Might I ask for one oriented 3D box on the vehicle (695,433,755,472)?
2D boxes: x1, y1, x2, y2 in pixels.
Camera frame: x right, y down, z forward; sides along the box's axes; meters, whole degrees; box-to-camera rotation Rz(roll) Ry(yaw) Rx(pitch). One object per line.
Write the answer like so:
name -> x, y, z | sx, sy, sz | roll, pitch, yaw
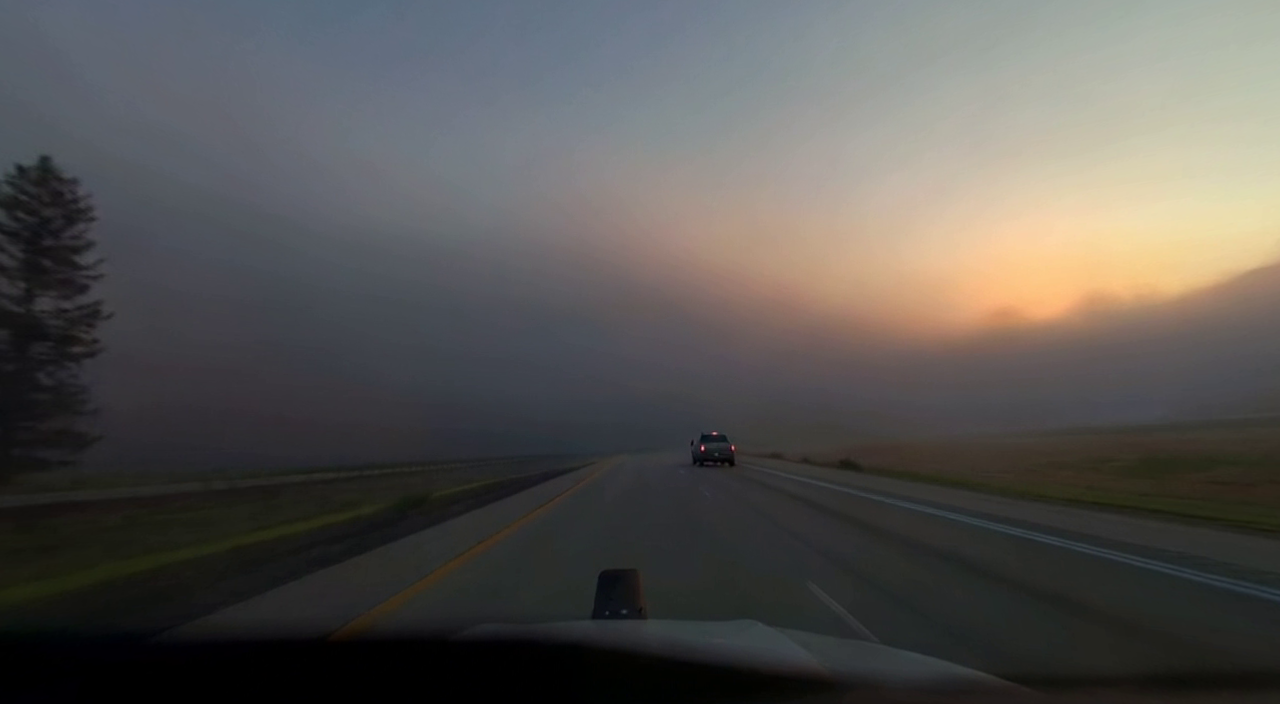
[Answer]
vehicle -> 3.800, 4.594, 28.960 | 2.157, 1.640, 4.056 | 0, -9, 0
